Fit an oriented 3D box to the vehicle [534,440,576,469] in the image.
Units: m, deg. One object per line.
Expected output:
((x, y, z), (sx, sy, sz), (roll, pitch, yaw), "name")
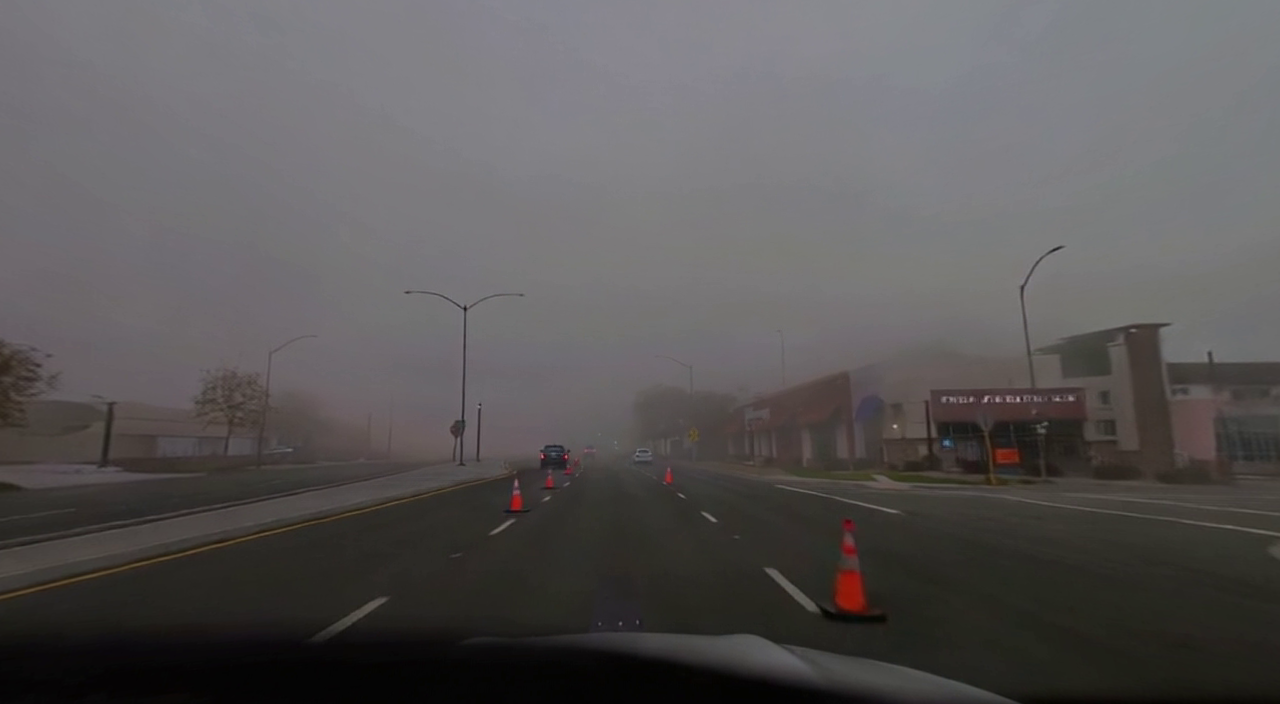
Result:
((-5.360, 6.559, 40.494), (2.381, 1.721, 4.186), (0, -9, -4), "vehicle")
